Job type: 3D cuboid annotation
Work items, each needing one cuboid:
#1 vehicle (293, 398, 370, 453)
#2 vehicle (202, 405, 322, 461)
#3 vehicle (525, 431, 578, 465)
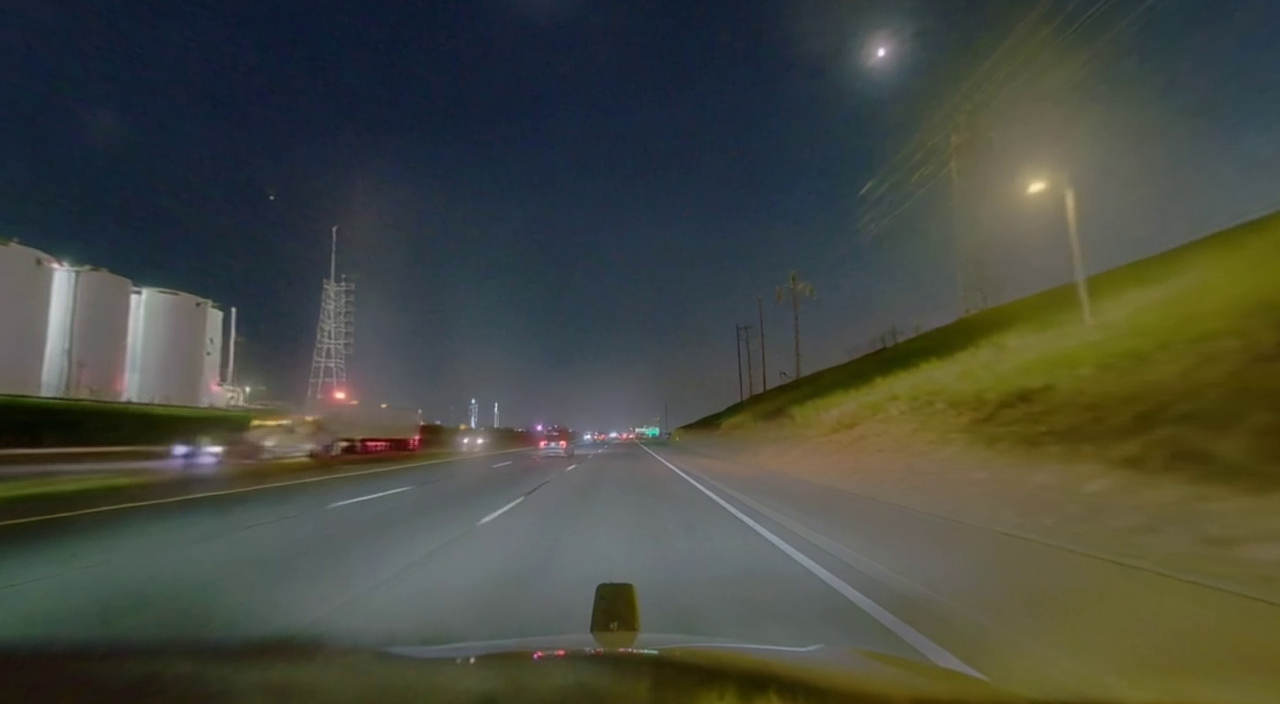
[{"bbox_3d":[-23.925,5.765,49.259,2.974,4.004,5.936,0,-8,-1],"label":"vehicle"},{"bbox_3d":[-20.055,4.386,33.978,2.315,2.691,6.787,0,-8,-1],"label":"vehicle"},{"bbox_3d":[-4.048,4.418,29.312,1.952,1.462,3.969,0,-8,-1],"label":"vehicle"}]
